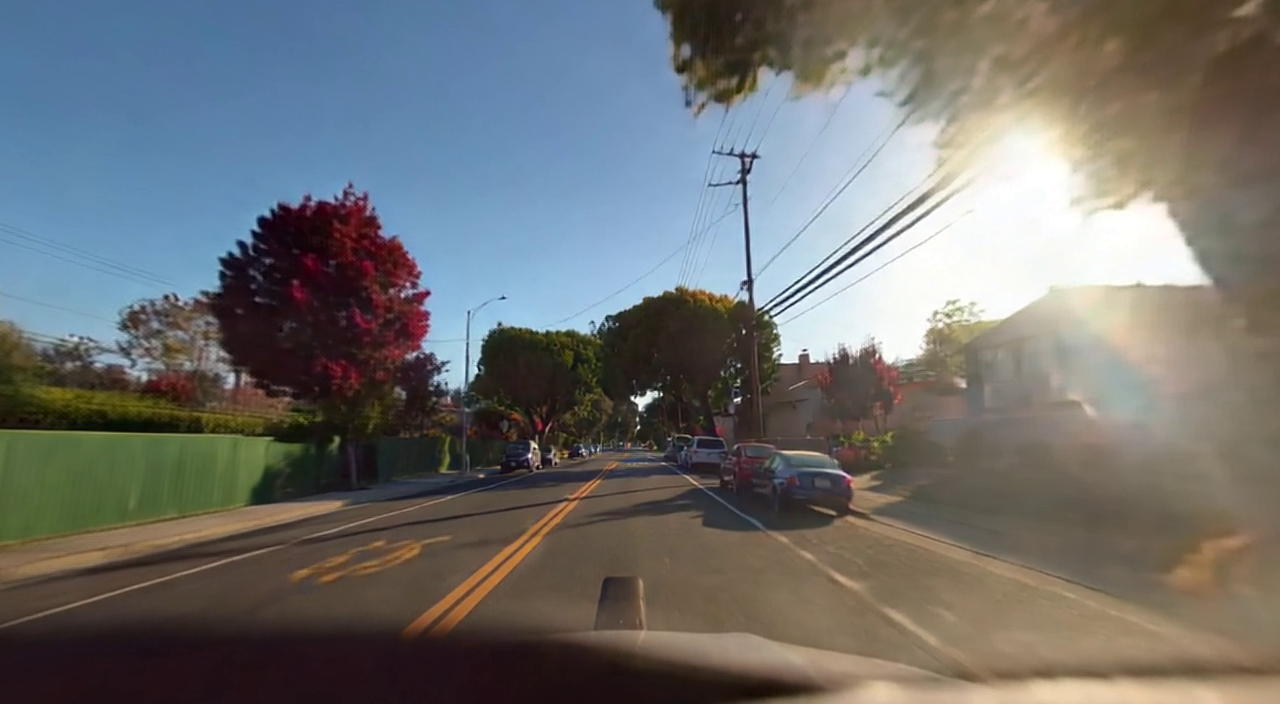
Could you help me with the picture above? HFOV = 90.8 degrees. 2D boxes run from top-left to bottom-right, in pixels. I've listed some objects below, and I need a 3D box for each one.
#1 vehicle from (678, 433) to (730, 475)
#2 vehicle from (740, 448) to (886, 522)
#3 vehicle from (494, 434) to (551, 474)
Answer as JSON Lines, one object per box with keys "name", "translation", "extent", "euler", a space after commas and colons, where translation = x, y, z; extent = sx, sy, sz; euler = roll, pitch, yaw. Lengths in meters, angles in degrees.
{"name": "vehicle", "translation": [3.215, 5.264, 32.848], "extent": [2.053, 2.005, 5.495], "euler": [0, -8, -1]}
{"name": "vehicle", "translation": [3.547, 2.786, 13.850], "extent": [1.984, 1.342, 4.066], "euler": [0, -8, -1]}
{"name": "vehicle", "translation": [-6.764, 5.922, 36.976], "extent": [2.268, 2.154, 5.321], "euler": [0, -8, 0]}
